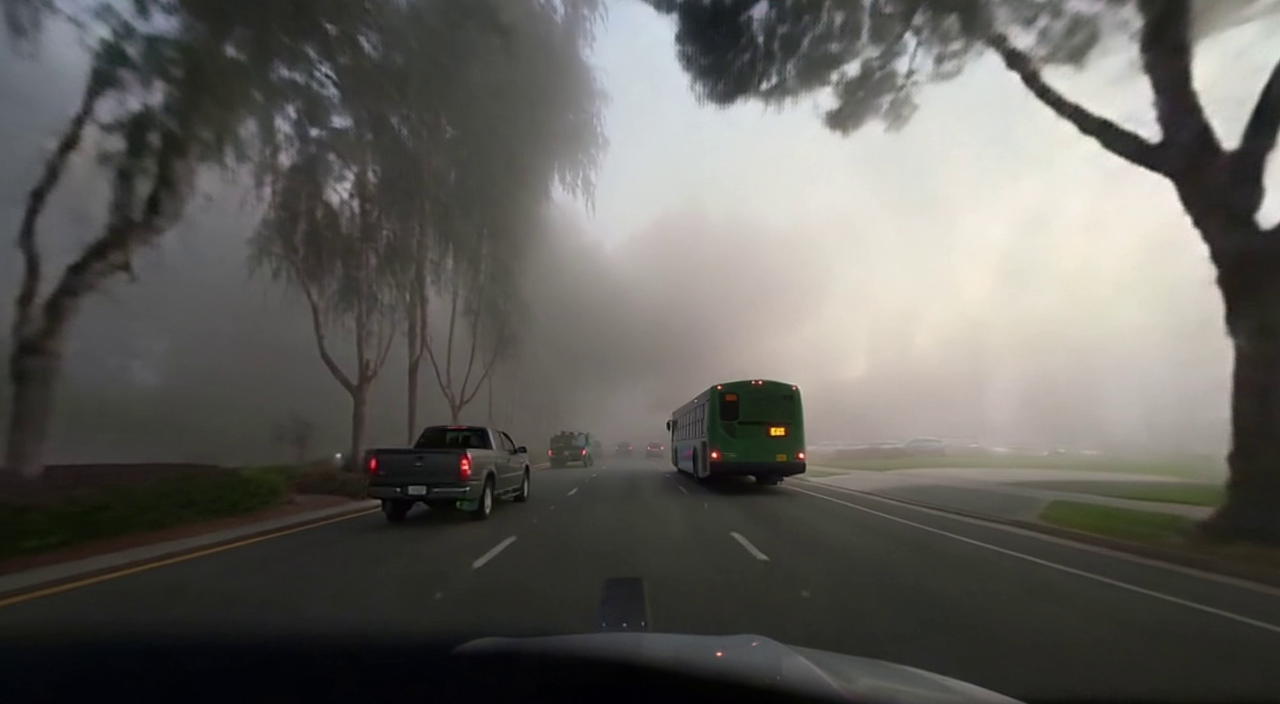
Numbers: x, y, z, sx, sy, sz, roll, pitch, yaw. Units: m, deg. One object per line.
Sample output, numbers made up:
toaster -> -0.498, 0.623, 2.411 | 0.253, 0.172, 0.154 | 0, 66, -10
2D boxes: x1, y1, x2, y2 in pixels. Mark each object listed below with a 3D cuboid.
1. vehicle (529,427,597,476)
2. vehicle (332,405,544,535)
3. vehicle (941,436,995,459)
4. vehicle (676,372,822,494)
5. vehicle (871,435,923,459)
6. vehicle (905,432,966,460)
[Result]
vehicle -> -3.488, 4.656, 29.807 | 2.513, 2.066, 5.820 | 0, -8, 0
vehicle -> -3.310, 2.081, 11.703 | 2.074, 1.849, 5.137 | 0, -8, 2
vehicle -> 24.132, 7.061, 46.532 | 1.987, 1.604, 4.005 | 0, -9, 3
vehicle -> 3.293, 3.104, 23.342 | 3.059, 3.264, 12.623 | 0, -8, 0
vehicle -> 19.014, 7.089, 46.827 | 2.062, 1.683, 4.209 | 0, -8, 1
vehicle -> 21.773, 6.949, 46.650 | 2.152, 1.945, 4.827 | 0, -8, 1
